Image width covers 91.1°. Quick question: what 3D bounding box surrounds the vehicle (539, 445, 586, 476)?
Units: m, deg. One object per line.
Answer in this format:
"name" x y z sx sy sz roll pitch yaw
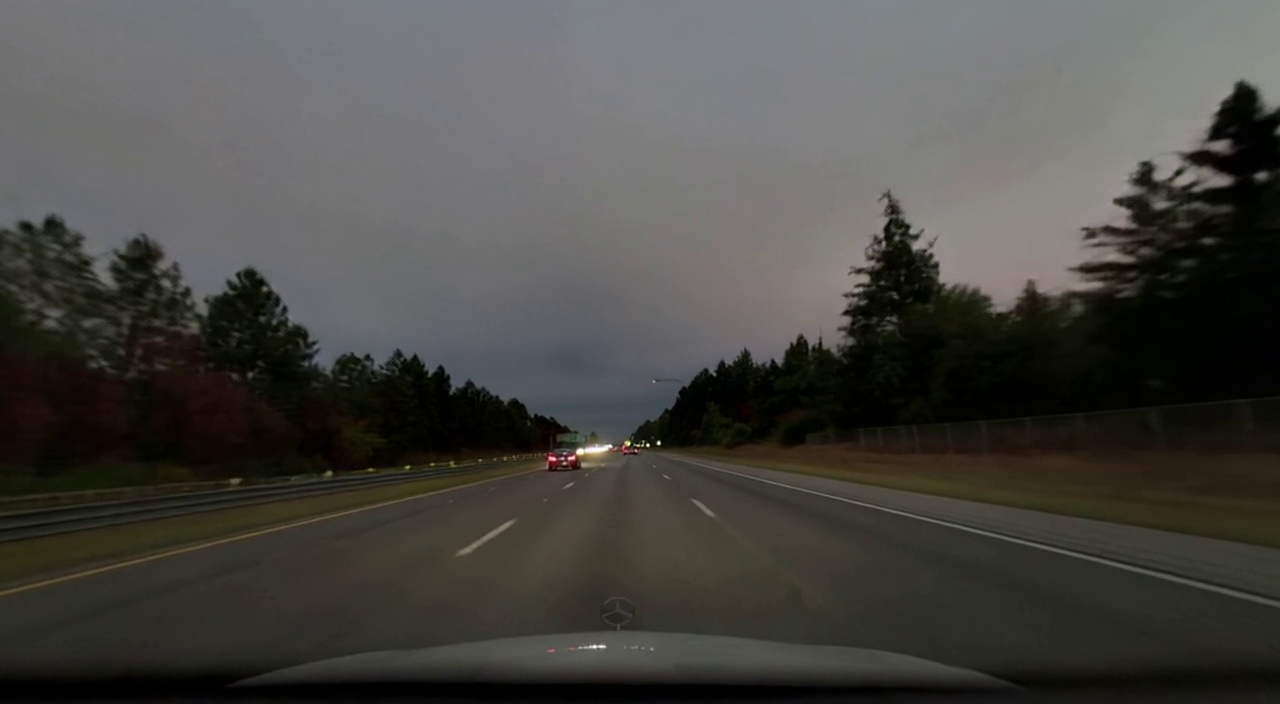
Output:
"vehicle" -4.004 5.659 33.029 1.970 1.492 3.944 0 -9 0
